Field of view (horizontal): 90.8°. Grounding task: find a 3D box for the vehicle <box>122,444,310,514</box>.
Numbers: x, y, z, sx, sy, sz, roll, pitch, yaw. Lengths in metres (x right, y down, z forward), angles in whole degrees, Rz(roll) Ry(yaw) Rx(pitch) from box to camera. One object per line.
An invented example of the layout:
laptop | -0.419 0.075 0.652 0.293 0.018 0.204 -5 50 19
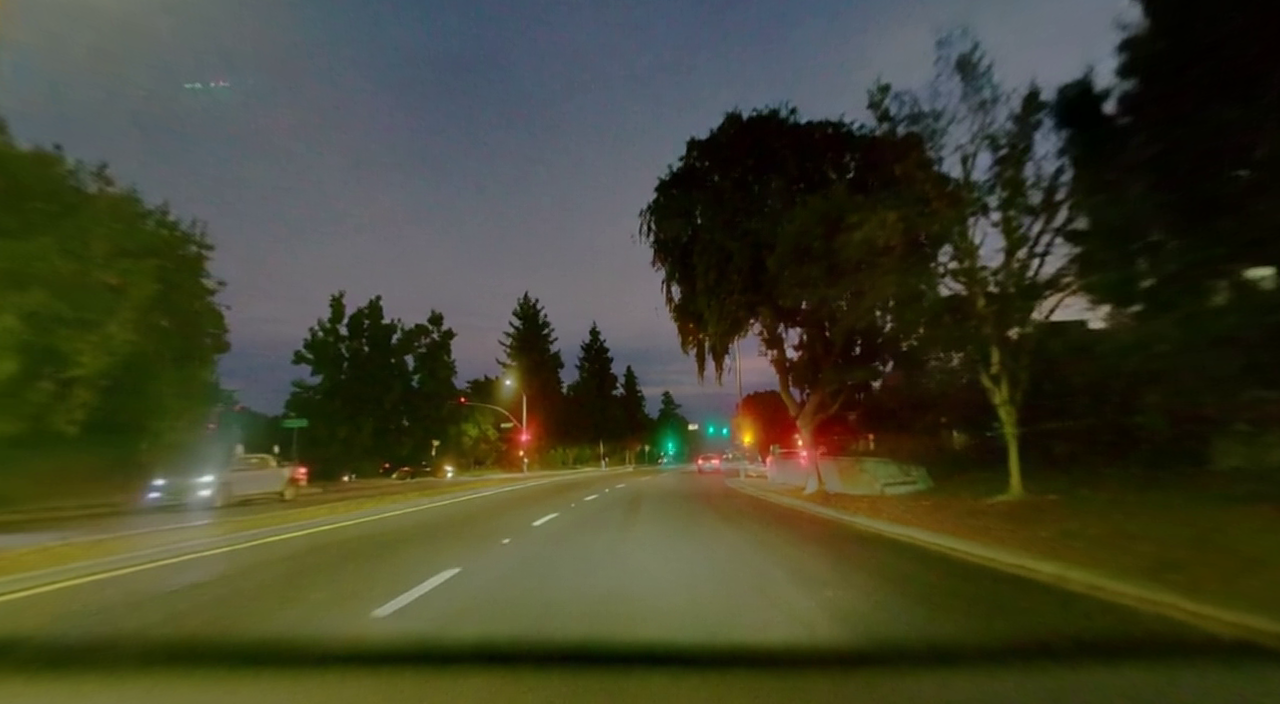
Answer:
vehicle | -12.589 3.777 19.268 2.113 1.788 4.701 -3 -9 7

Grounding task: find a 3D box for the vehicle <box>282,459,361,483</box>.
vehicle | -24.162 9.027 48.050 4.861 1.784 1.947 1 -9 -7

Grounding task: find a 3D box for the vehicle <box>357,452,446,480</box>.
vehicle | -18.322 8.770 48.799 5.938 2.098 2.333 1 -9 -7
